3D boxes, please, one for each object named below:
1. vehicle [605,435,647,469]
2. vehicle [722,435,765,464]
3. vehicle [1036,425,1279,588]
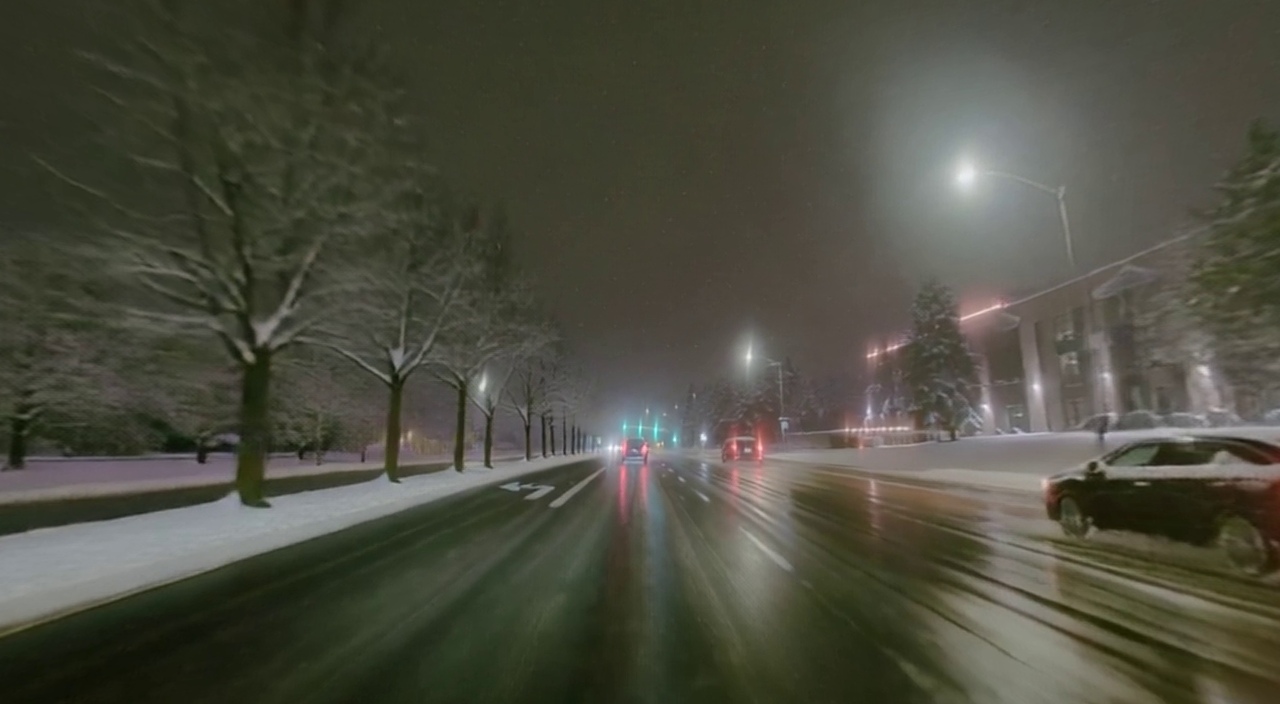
[{"bbox_3d":[-0.696,5.568,35.365,2.193,1.794,4.457,0,-8,0],"label":"vehicle"},{"bbox_3d":[6.769,6.448,41.907,2.026,1.804,4.565,0,-8,-1],"label":"vehicle"},{"bbox_3d":[6.902,1.591,7.034,2.139,1.471,4.393,0,-8,0],"label":"vehicle"}]
